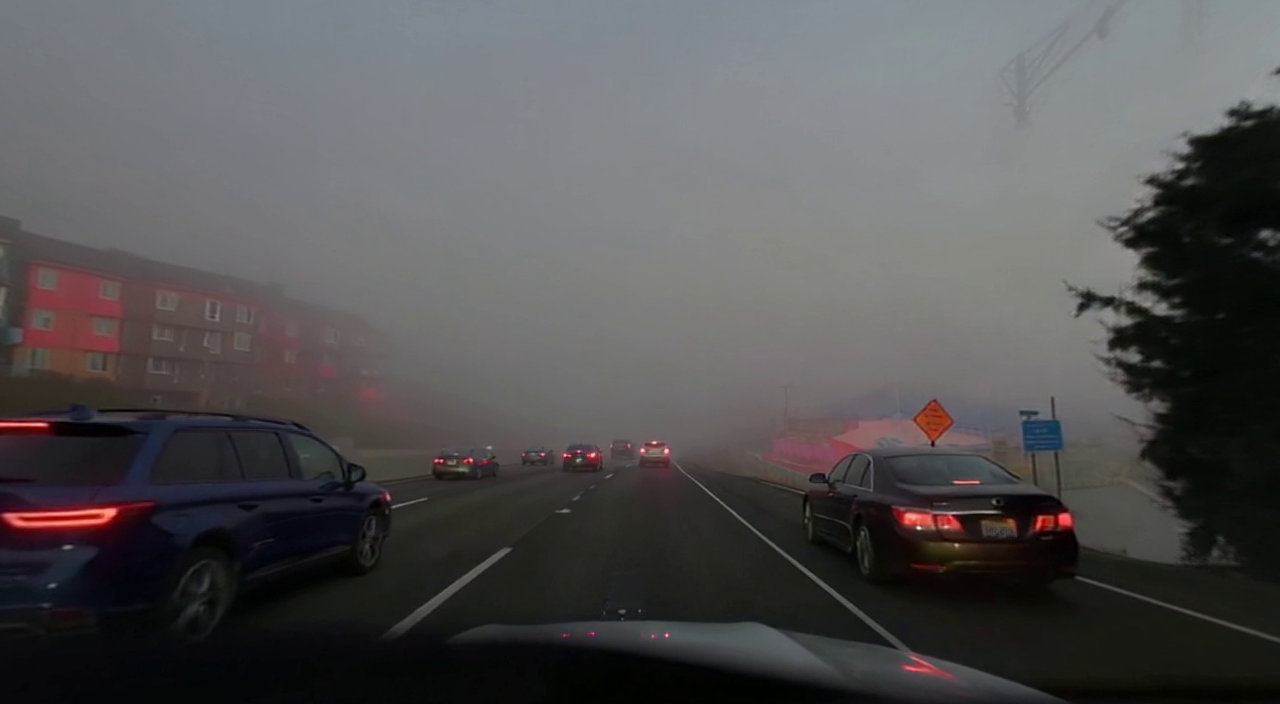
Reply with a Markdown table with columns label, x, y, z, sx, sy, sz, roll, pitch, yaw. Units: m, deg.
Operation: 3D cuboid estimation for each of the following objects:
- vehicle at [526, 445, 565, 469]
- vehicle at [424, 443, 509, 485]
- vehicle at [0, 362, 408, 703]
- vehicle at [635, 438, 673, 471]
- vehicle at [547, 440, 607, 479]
| label | x | y | z | sx | sy | sz | roll | pitch | yaw |
| --- | --- | --- | --- | --- | --- | --- | --- | --- | --- |
| vehicle | -6.394 | 7.158 | 43.143 | 1.931 | 1.505 | 4.386 | 0 | -8 | 1 |
| vehicle | -6.765 | 4.405 | 25.127 | 1.959 | 1.486 | 4.460 | 0 | -8 | 2 |
| vehicle | -3.736 | 1.210 | 4.957 | 2.045 | 1.710 | 4.382 | 0 | -8 | 1 |
| vehicle | 0.818 | 5.905 | 36.533 | 2.116 | 1.763 | 4.352 | 0 | -8 | 1 |
| vehicle | -2.836 | 4.987 | 29.502 | 2.109 | 1.657 | 4.554 | 0 | -8 | 3 |
